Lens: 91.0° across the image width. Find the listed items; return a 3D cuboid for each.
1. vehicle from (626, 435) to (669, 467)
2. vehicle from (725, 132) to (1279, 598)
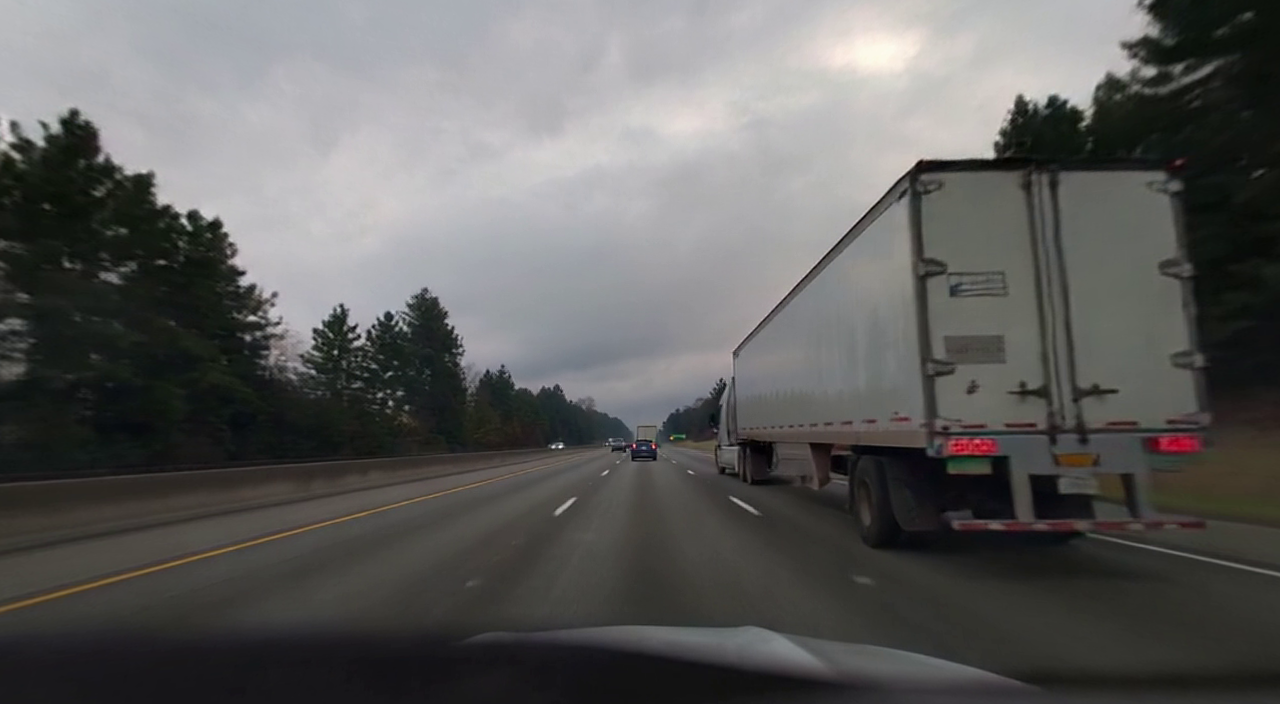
[{"bbox_3d":[0.444,5.239,33.546,2.139,1.607,4.034,0,-8,2],"label":"vehicle"},{"bbox_3d":[4.193,0.995,12.577,3.005,4.131,14.221,0,-8,0],"label":"vehicle"}]
